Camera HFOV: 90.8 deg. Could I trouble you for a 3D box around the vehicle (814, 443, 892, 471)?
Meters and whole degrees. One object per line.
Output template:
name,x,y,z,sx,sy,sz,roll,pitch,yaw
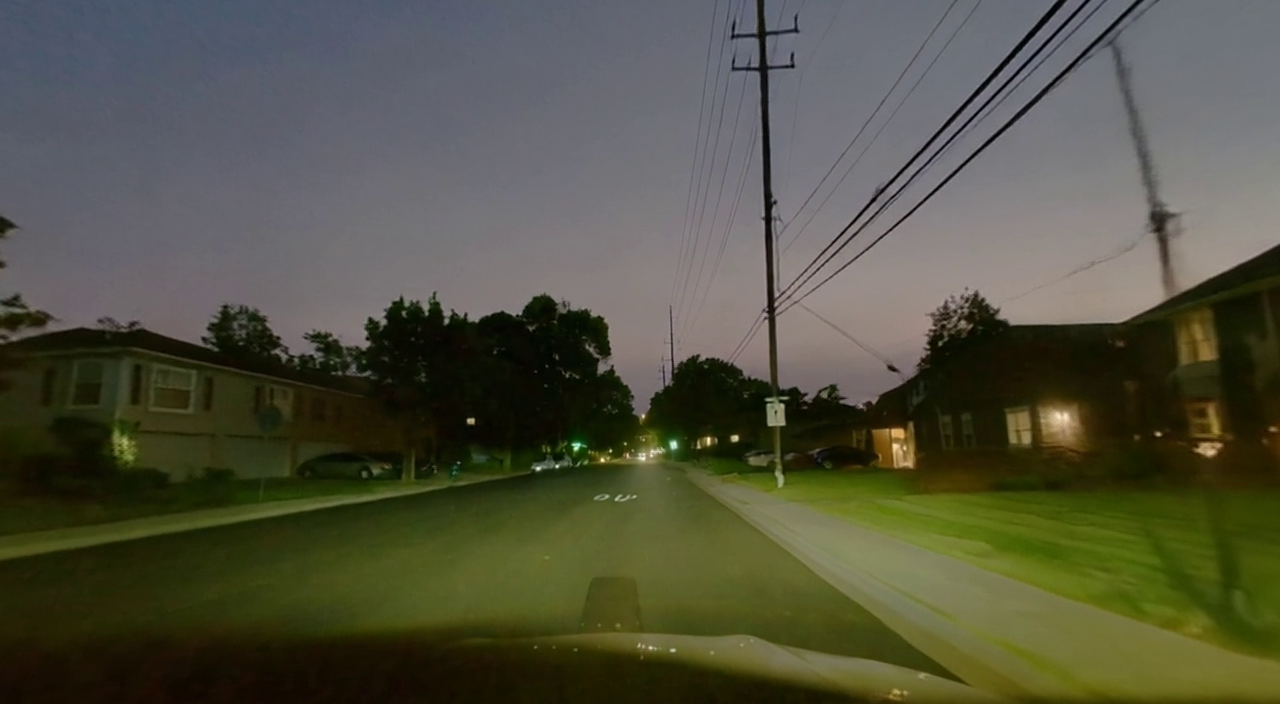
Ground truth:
vehicle,13.009,6.428,38.769,4.122,1.610,1.888,0,-8,2

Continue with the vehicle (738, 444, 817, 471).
vehicle,9.354,7.234,43.349,4.952,1.775,2.089,0,-8,1

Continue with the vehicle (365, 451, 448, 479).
vehicle,-14.267,6.898,38.718,4.260,1.588,1.927,-1,-8,6

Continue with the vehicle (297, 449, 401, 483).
vehicle,-15.180,5.935,33.085,4.500,1.714,1.924,-1,-8,7
